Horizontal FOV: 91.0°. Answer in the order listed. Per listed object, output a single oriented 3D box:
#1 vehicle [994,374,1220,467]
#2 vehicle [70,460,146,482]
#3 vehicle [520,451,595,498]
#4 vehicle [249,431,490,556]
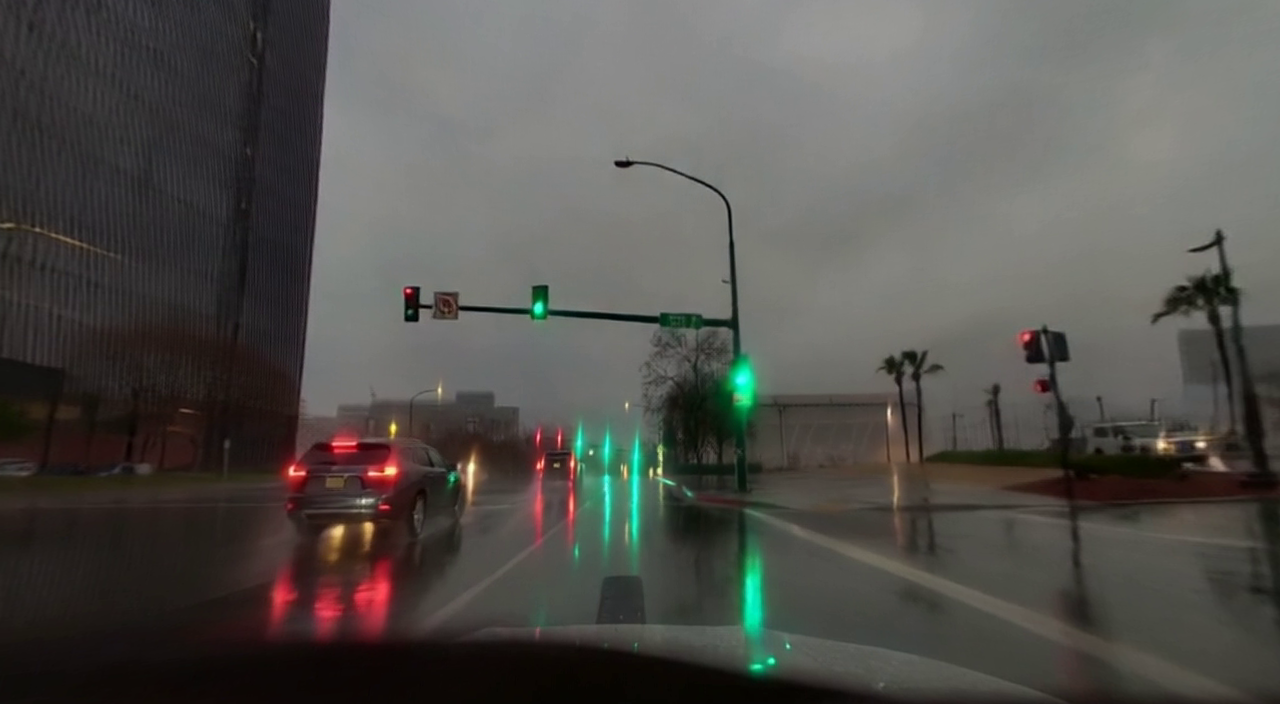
[{"bbox_3d":[15.758,2.476,21.735,4.005,2.827,4.538,2,-9,-10],"label":"vehicle"},{"bbox_3d":[-38.119,8.565,45.131,3.794,1.481,1.758,-1,-11,2],"label":"vehicle"},{"bbox_3d":[-3.497,5.307,27.815,2.384,1.849,5.009,0,-9,2],"label":"vehicle"},{"bbox_3d":[-4.397,2.368,11.294,2.169,1.741,4.588,0,-9,1],"label":"vehicle"}]
